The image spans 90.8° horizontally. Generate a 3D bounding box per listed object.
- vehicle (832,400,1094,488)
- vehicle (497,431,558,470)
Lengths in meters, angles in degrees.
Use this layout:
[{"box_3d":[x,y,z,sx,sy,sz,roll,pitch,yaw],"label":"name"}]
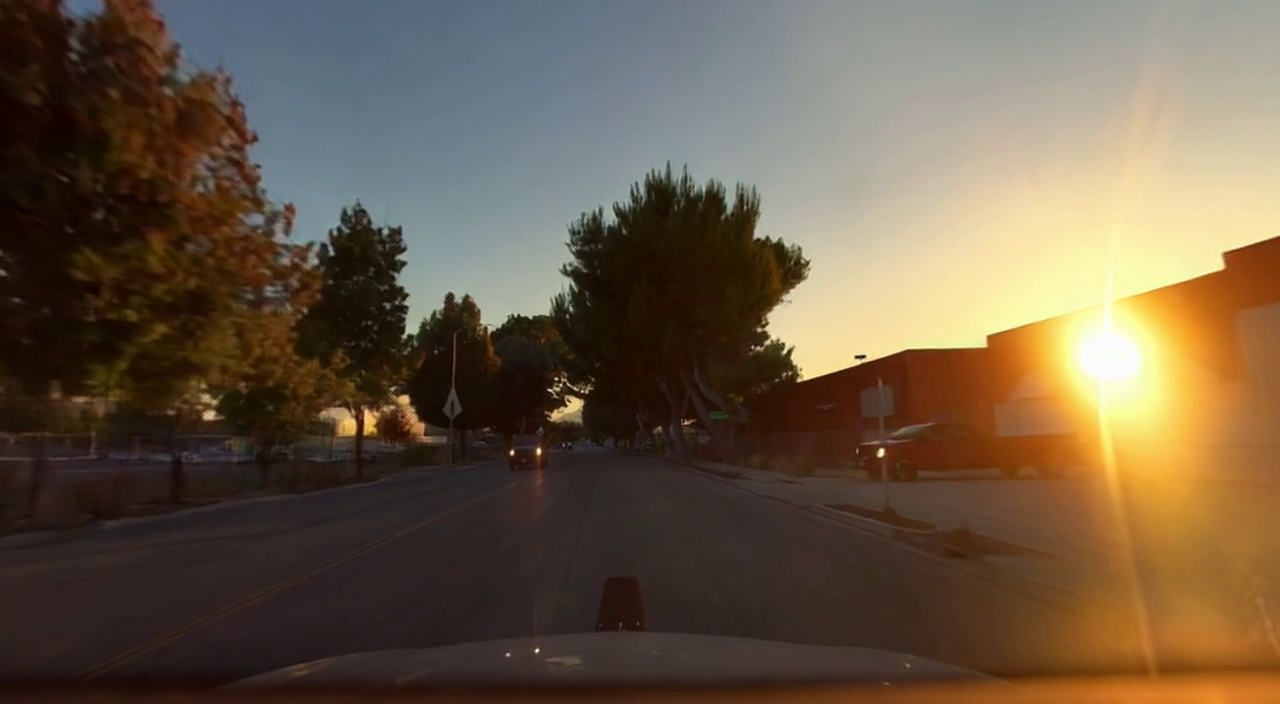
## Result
[{"box_3d":[10.413,3.002,20.829,7.188,2.416,2.528,-2,-9,-4],"label":"vehicle"},{"box_3d":[-6.756,6.048,38.933,2.770,2.135,6.329,0,-8,-2],"label":"vehicle"}]
